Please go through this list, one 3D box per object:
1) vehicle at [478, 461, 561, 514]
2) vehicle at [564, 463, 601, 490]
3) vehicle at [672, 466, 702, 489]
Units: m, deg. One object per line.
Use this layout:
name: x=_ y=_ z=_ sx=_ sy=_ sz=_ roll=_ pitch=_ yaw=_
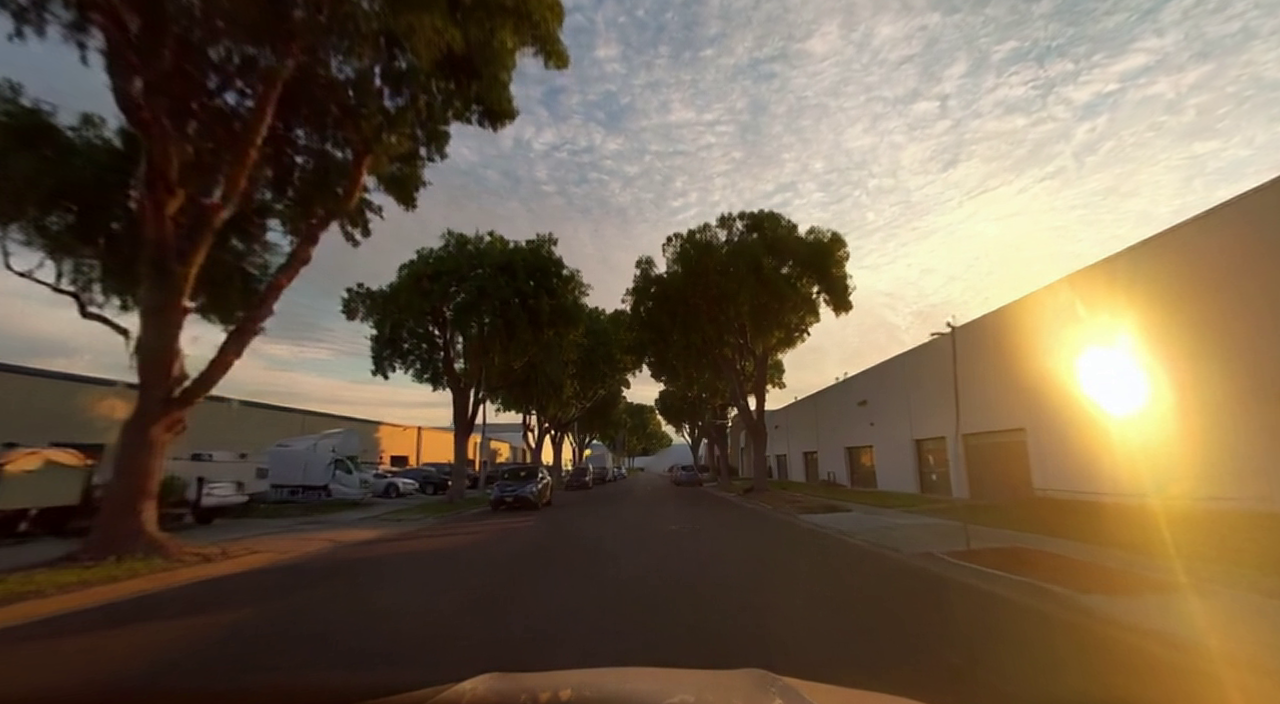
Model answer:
vehicle: x=-4.134 y=4.712 z=22.417 sx=1.927 sy=1.580 sz=4.556 roll=-1 pitch=-9 yaw=2
vehicle: x=-3.661 y=8.023 z=40.766 sx=1.835 sy=1.625 sz=3.674 roll=0 pitch=-11 yaw=2
vehicle: x=3.195 y=8.621 z=43.410 sx=1.819 sy=1.446 sz=3.909 roll=1 pitch=-11 yaw=0
